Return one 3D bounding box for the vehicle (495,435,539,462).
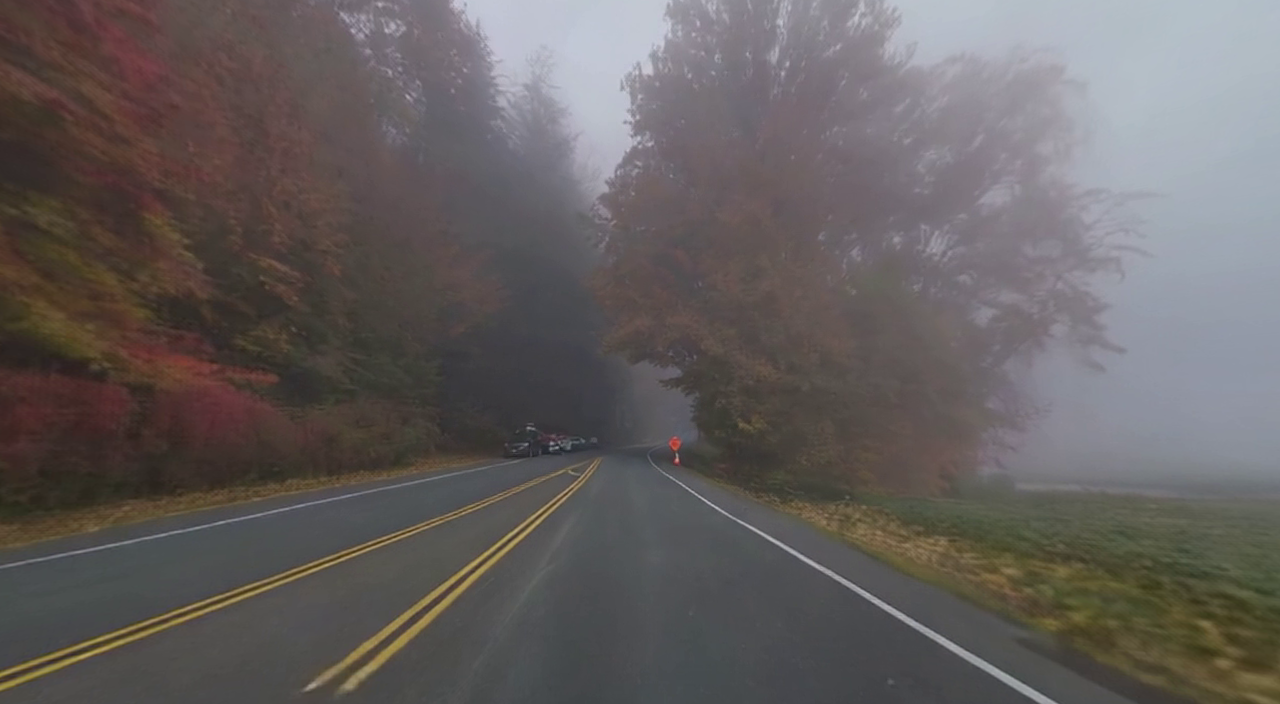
[{"bbox_3d":[-8.701,6.850,45.128,1.991,1.759,4.443,-3,-8,3],"label":"vehicle"}]
